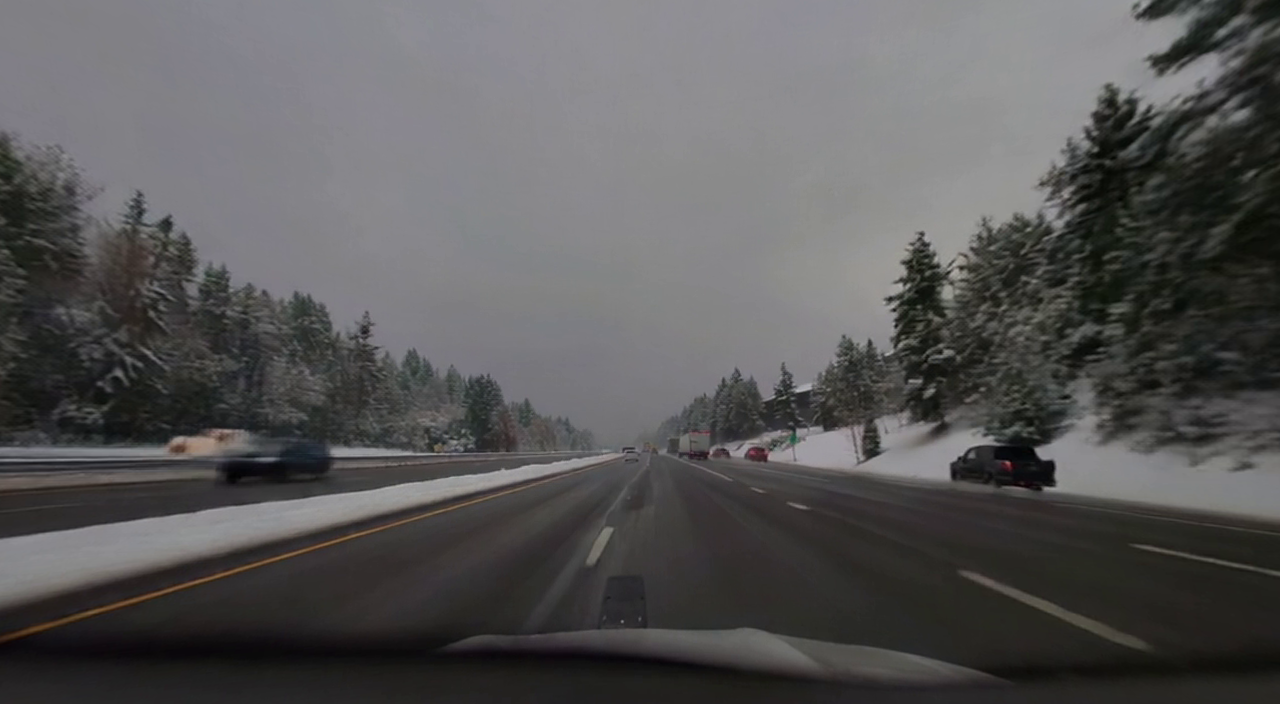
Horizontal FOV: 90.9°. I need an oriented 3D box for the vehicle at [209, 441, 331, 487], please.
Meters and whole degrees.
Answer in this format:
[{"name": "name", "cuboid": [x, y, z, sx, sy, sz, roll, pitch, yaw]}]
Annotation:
[{"name": "vehicle", "cuboid": [-13.636, 4.139, 23.577, 1.920, 1.565, 4.200, 0, -9, 1]}]
